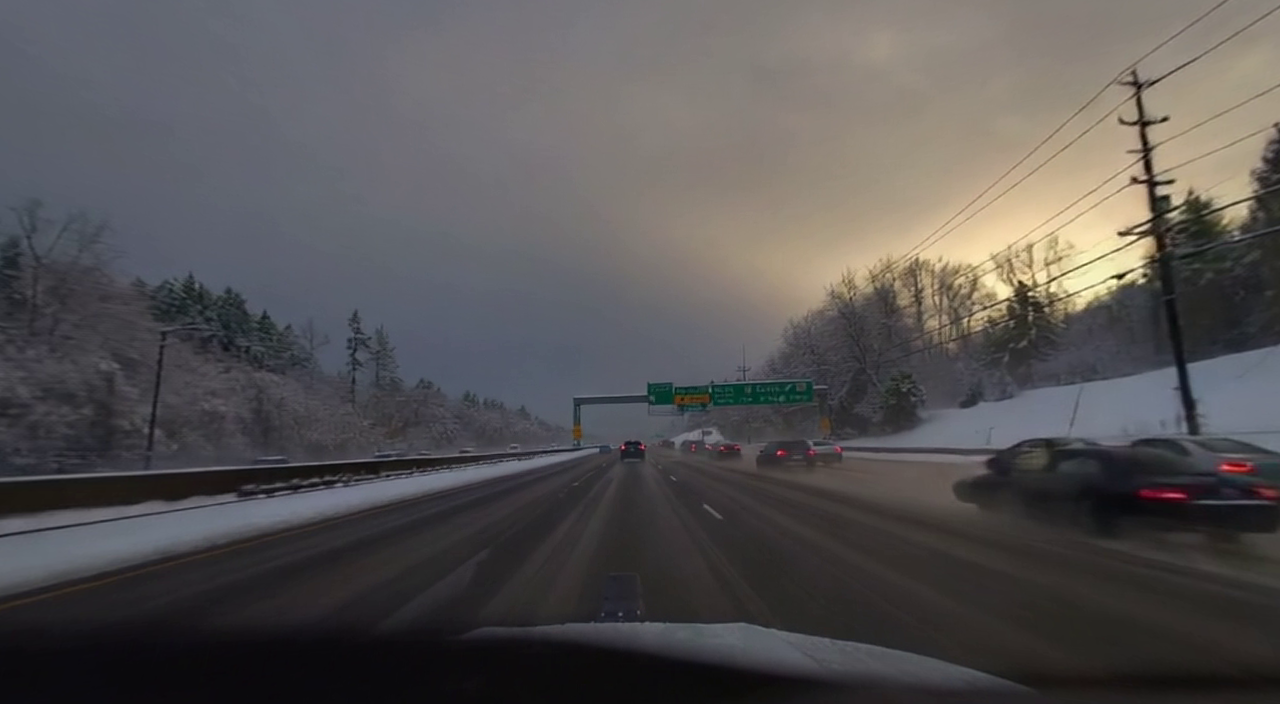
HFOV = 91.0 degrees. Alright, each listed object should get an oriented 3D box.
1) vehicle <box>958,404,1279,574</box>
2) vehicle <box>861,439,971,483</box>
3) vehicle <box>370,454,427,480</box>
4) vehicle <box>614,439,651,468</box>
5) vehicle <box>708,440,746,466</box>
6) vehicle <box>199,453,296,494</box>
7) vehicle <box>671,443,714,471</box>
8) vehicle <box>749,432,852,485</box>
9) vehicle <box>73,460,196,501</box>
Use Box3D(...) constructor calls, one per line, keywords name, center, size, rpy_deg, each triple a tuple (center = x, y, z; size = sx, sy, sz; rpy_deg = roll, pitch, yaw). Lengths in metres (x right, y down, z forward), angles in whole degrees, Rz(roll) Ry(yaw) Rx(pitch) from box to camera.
Box3D(name="vehicle", center=(6.705, 1.742, 8.809), size=(2.066, 1.739, 4.493), rpy_deg=(0, -9, -1))
Box3D(name="vehicle", center=(10.503, 4.163, 24.396), size=(1.999, 1.503, 4.715), rpy_deg=(0, -8, -2))
Box3D(name="vehicle", center=(-15.579, 7.427, 40.868), size=(1.835, 1.504, 4.605), rpy_deg=(0, -9, 0))
Box3D(name="vehicle", center=(-0.491, 6.633, 41.341), size=(2.314, 1.796, 4.254), rpy_deg=(0, -8, -1))
Box3D(name="vehicle", center=(6.325, 7.413, 46.330), size=(2.011, 1.737, 4.286), rpy_deg=(0, -8, -2))
Box3D(name="vehicle", center=(-18.883, 5.824, 30.547), size=(1.925, 1.810, 4.318), rpy_deg=(0, -8, -1))
Box3D(name="vehicle", center=(2.985, 6.061, 36.514), size=(1.948, 1.476, 4.691), rpy_deg=(0, -8, -2))
Box3D(name="vehicle", center=(5.987, 4.048, 24.219), size=(2.145, 1.822, 4.791), rpy_deg=(1, -9, -7))
Box3D(name="vehicle", center=(-23.024, 5.841, 28.940), size=(1.884, 1.625, 4.540), rpy_deg=(0, -8, -1))
